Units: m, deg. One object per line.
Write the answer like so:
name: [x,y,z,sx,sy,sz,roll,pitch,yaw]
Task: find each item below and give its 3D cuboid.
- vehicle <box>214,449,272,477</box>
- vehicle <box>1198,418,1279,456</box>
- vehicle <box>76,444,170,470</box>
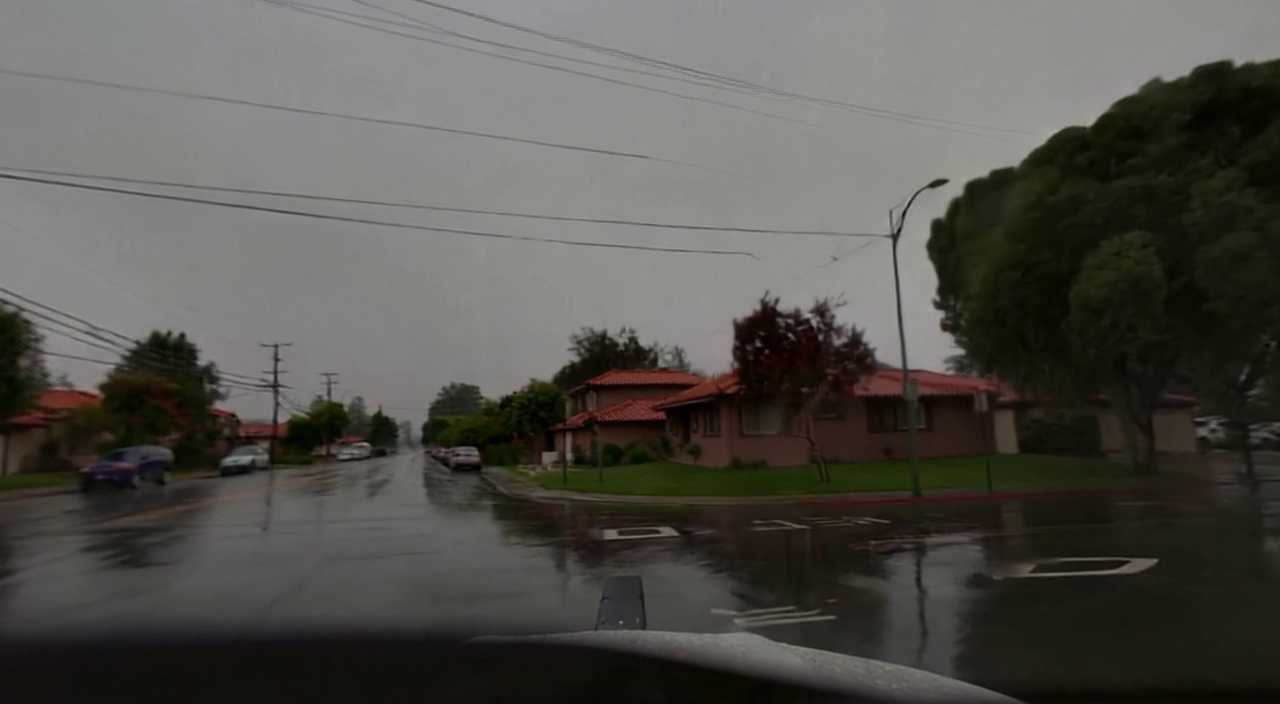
vehicle: [-23.587,6.564,37.670,2.036,1.546,4.705,3,-9,-22]
vehicle: [33.478,4.689,34.486,5.161,1.829,2.034,5,-9,-17]
vehicle: [-33.883,6.883,41.557,4.288,1.656,1.791,3,-9,-18]
